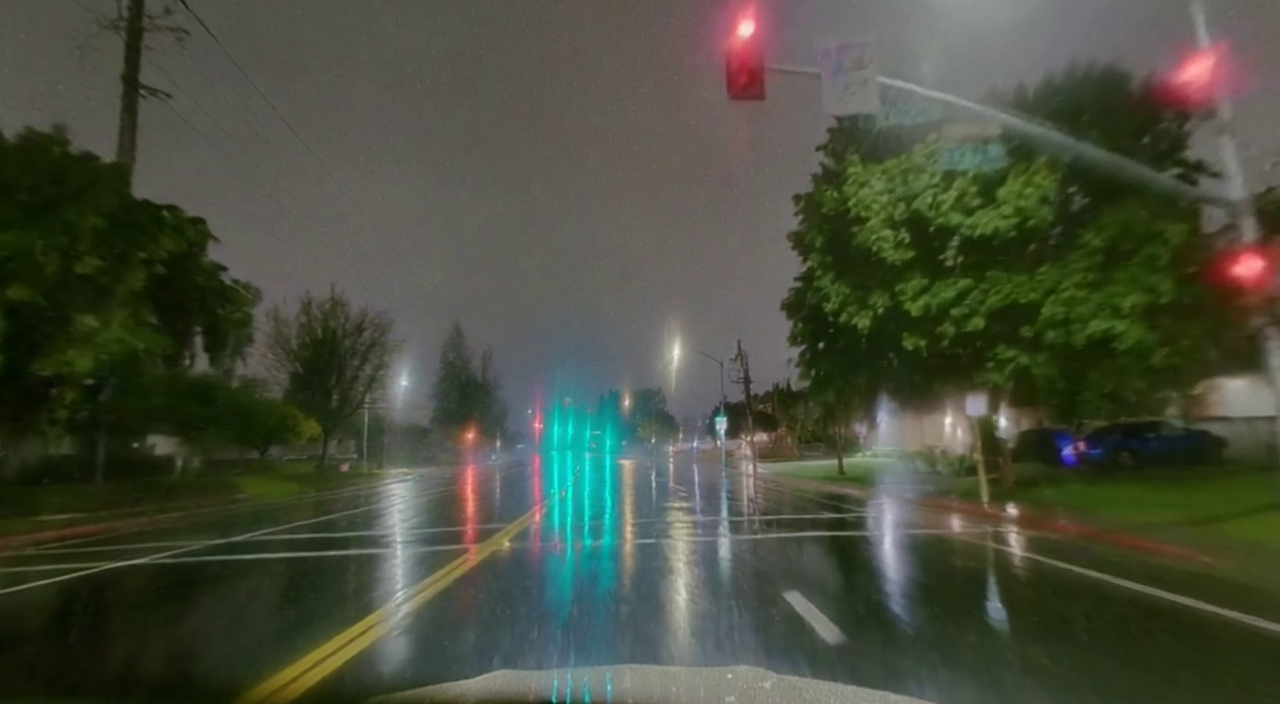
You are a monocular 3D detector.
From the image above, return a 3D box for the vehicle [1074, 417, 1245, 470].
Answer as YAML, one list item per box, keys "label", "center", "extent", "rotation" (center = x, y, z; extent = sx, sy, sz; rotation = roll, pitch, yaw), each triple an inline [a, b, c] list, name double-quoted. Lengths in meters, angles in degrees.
- label: "vehicle"
  center: [18.484, 3.251, 22.581]
  extent: [4.631, 1.757, 2.026]
  rotation: [1, -9, -10]
